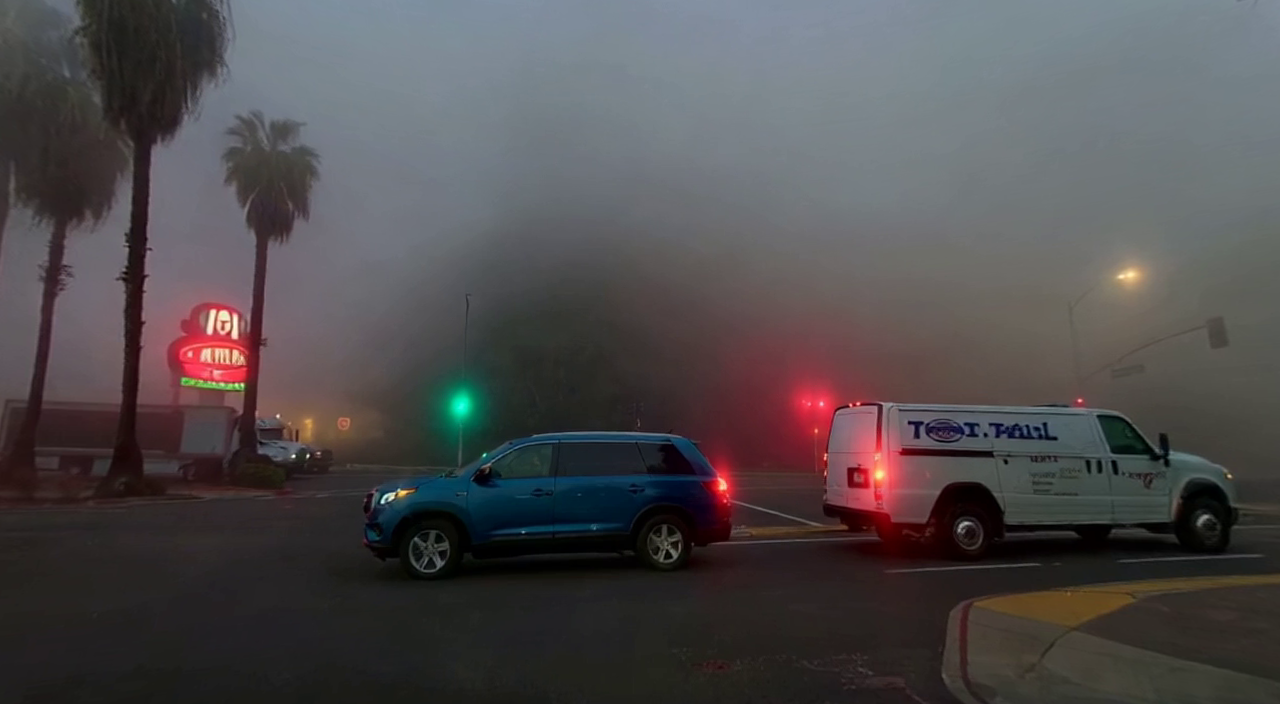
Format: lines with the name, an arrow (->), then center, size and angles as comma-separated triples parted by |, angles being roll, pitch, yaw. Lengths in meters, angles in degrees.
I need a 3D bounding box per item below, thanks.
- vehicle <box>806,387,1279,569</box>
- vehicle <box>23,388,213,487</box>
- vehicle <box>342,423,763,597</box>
vehicle -> 5.968, 1.779, 9.500 | 6.246, 2.202, 2.277 | 1, -9, -11
vehicle -> -23.523, 4.008, 29.249 | 3.034, 3.929, 7.699 | 1, -9, -9
vehicle -> -1.013, 1.815, 7.945 | 4.493, 1.728, 2.137 | 2, -9, -12
